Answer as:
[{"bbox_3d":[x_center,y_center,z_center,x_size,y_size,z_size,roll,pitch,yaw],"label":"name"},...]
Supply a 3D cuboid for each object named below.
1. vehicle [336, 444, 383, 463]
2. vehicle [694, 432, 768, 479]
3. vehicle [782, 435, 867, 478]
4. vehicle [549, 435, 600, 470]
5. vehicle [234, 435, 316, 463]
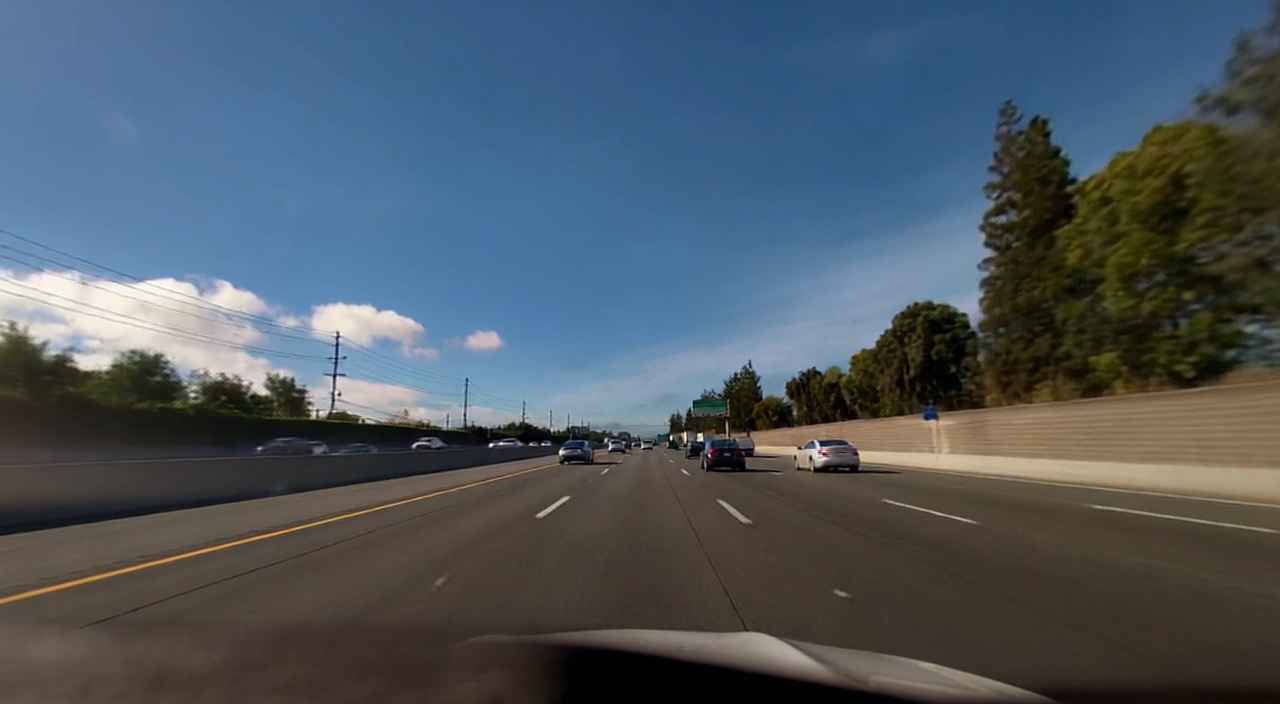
[{"bbox_3d":[-21.952,7.924,49.516,1.716,1.427,4.233,-1,-8,1],"label":"vehicle"},{"bbox_3d":[3.424,3.987,24.638,2.146,1.639,4.475,0,-8,-1],"label":"vehicle"},{"bbox_3d":[7.333,4.197,25.633,1.988,1.518,4.856,0,-8,0],"label":"vehicle"},{"bbox_3d":[-3.402,5.303,33.458,2.106,1.682,4.395,-1,-8,2],"label":"vehicle"},{"bbox_3d":[-25.865,6.892,44.969,2.229,1.809,5.847,-1,-8,2],"label":"vehicle"}]
